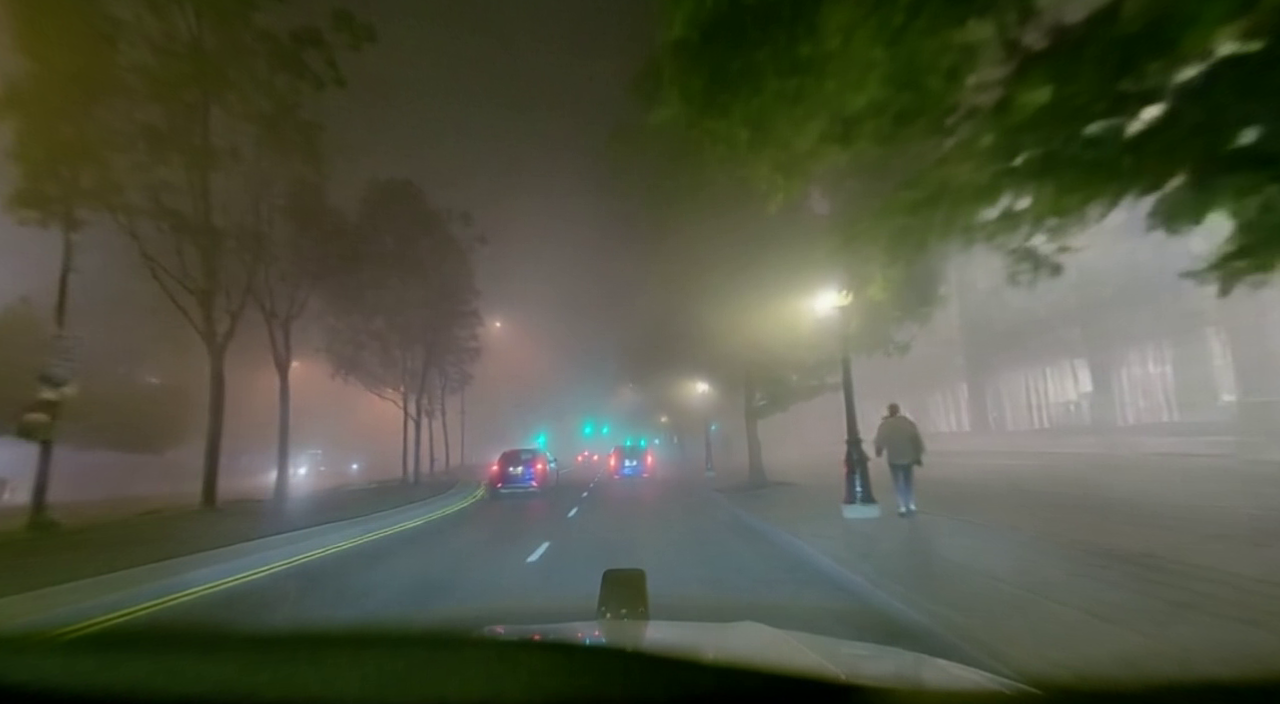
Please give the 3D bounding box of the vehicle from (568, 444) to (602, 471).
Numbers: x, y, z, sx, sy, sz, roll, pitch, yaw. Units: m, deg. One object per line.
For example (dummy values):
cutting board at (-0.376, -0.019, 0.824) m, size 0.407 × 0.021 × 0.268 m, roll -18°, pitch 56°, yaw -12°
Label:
vehicle at (-3.971, 7.694, 46.347) m, size 2.220 × 1.847 × 4.587 m, roll 0°, pitch -9°, yaw -2°

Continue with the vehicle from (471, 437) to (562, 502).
vehicle at (-3.580, 3.476, 19.008) m, size 1.940 × 1.722 × 3.823 m, roll 0°, pitch -9°, yaw 0°

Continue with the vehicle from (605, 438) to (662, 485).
vehicle at (-0.292, 4.420, 25.787) m, size 2.120 × 1.758 × 3.917 m, roll 0°, pitch -9°, yaw -1°
